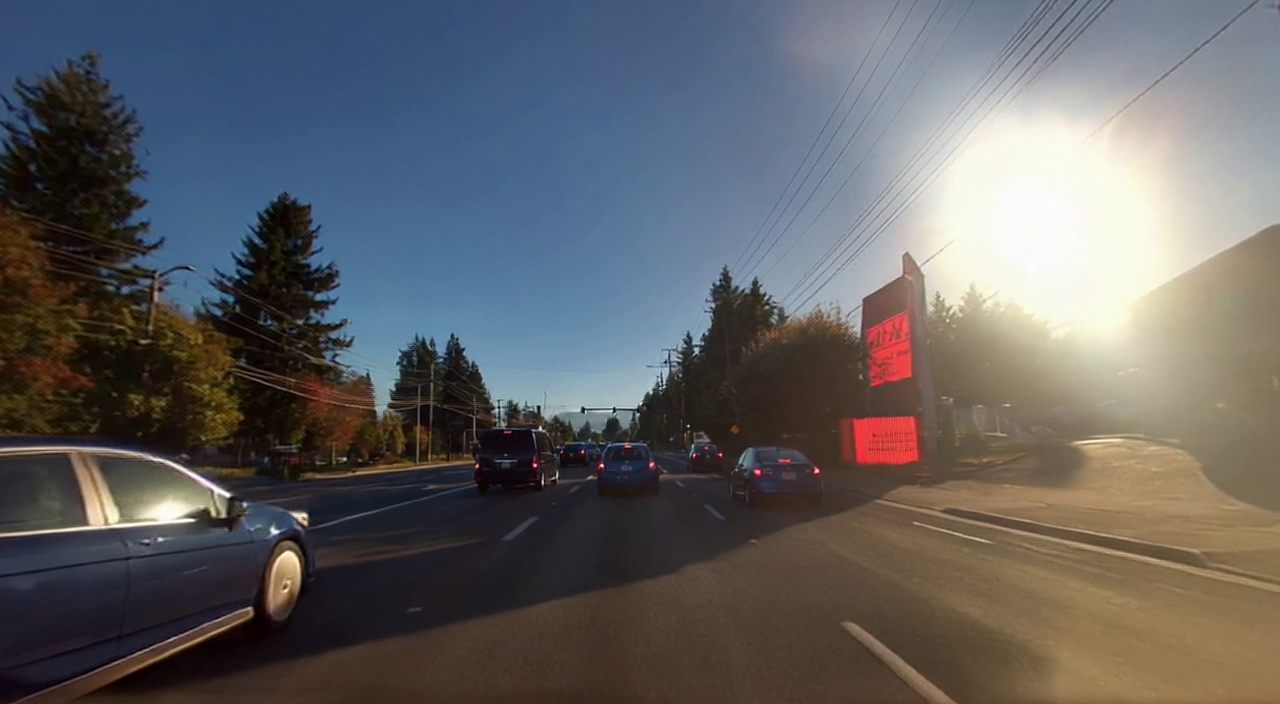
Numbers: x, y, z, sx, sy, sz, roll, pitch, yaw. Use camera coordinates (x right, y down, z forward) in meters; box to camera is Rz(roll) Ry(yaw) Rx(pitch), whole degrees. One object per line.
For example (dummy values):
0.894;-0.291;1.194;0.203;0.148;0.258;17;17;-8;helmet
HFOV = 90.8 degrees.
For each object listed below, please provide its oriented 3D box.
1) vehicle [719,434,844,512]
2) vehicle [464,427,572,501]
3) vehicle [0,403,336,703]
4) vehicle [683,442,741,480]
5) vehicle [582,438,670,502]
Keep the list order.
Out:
3.033;2.689;14.417;1.880;1.521;3.724;0;-9;-2;vehicle
-3.314;3.155;18.225;2.092;1.839;4.736;0;-9;1;vehicle
-3.337;0.965;2.575;2.004;1.454;4.349;0;-9;0;vehicle
3.045;4.699;27.464;1.878;1.479;4.461;0;-9;-1;vehicle
-0.336;3.106;17.066;2.097;1.511;3.809;0;-9;0;vehicle
